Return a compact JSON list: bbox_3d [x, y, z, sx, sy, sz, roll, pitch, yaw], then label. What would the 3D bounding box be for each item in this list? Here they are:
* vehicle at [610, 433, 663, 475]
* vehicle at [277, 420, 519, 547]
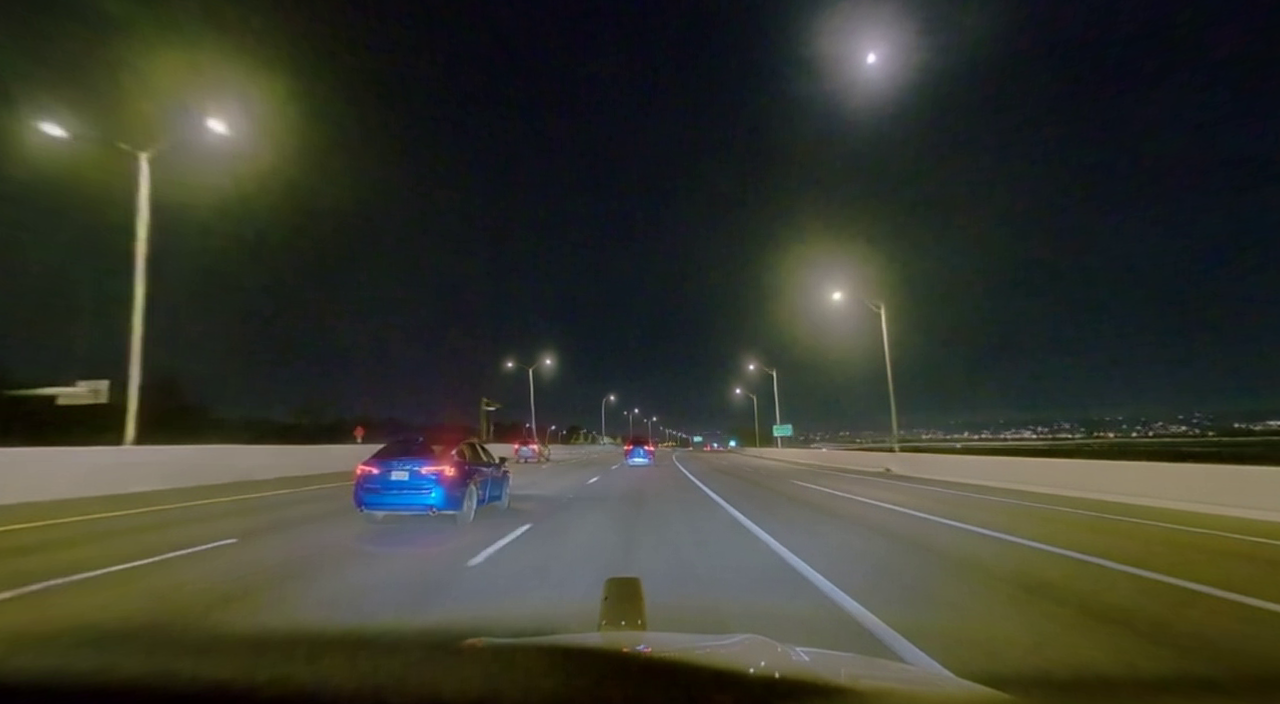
[{"bbox_3d":[-0.109,4.475,27.765,2.155,1.690,4.318,0,-8,1],"label":"vehicle"},{"bbox_3d":[-3.548,2.025,10.389,2.124,1.607,4.531,0,-8,1],"label":"vehicle"}]
